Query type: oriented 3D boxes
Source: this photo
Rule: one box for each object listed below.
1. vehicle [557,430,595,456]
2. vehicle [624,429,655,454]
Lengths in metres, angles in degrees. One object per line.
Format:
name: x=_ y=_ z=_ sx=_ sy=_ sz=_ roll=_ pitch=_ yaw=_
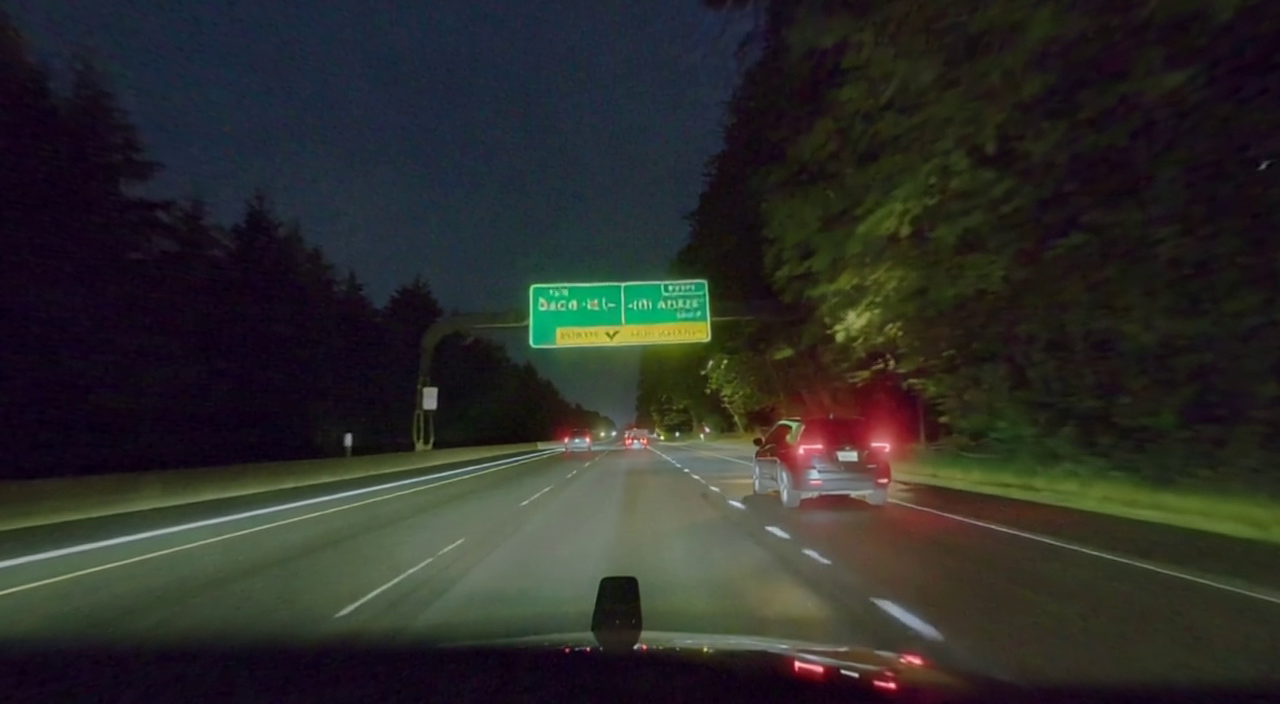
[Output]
vehicle: x=-4.170 y=6.022 z=41.733 sx=2.055 sy=1.610 sz=4.116 roll=0 pitch=-8 yaw=0
vehicle: x=-0.019 y=6.575 z=46.362 sx=2.170 sy=1.790 sz=4.490 roll=0 pitch=-8 yaw=0
